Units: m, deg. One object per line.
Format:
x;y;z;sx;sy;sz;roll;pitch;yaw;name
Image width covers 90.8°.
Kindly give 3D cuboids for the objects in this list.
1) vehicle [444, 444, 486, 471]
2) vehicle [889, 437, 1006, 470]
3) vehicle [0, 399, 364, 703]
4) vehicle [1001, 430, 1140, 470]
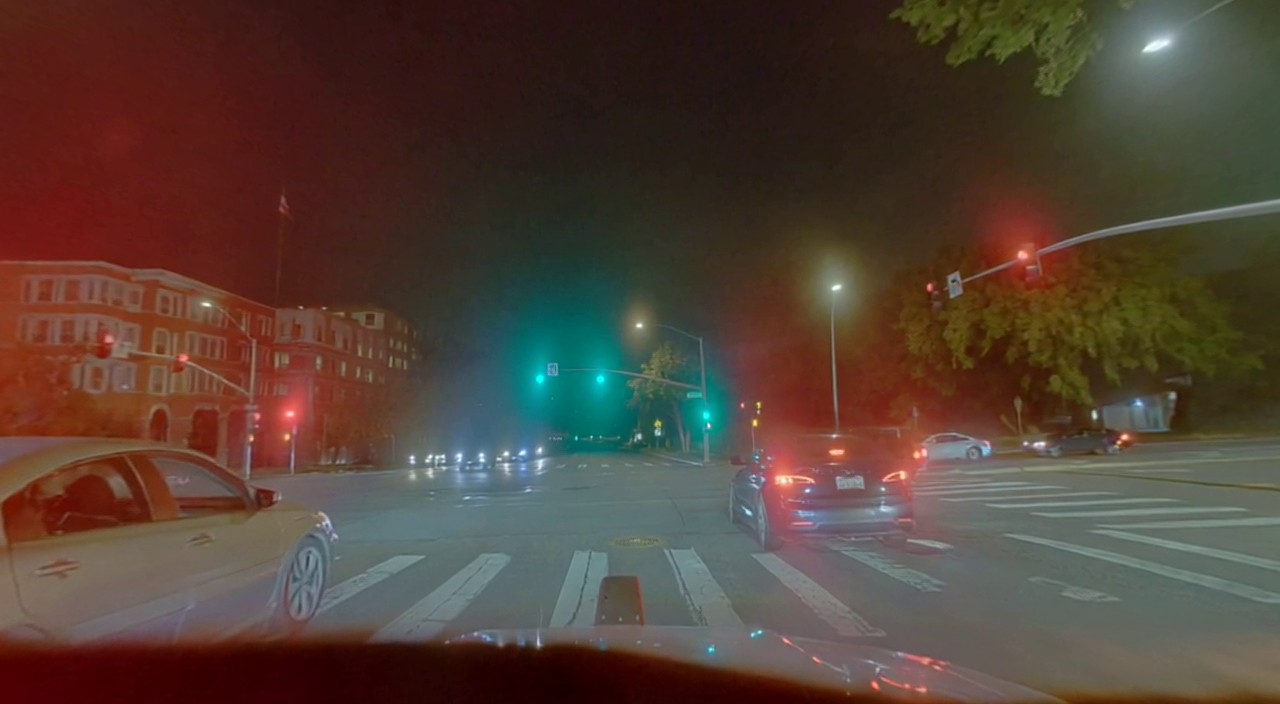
-12.876;7.768;46.802;2.051;1.715;4.346;-2;-6;-3;vehicle
14.921;4.940;30.832;4.660;1.495;2.007;0;-8;-2;vehicle
-3.072;0.967;2.494;1.919;1.478;4.720;0;-8;-1;vehicle
16.910;3.868;24.962;4.181;1.483;1.831;0;-8;-3;vehicle
